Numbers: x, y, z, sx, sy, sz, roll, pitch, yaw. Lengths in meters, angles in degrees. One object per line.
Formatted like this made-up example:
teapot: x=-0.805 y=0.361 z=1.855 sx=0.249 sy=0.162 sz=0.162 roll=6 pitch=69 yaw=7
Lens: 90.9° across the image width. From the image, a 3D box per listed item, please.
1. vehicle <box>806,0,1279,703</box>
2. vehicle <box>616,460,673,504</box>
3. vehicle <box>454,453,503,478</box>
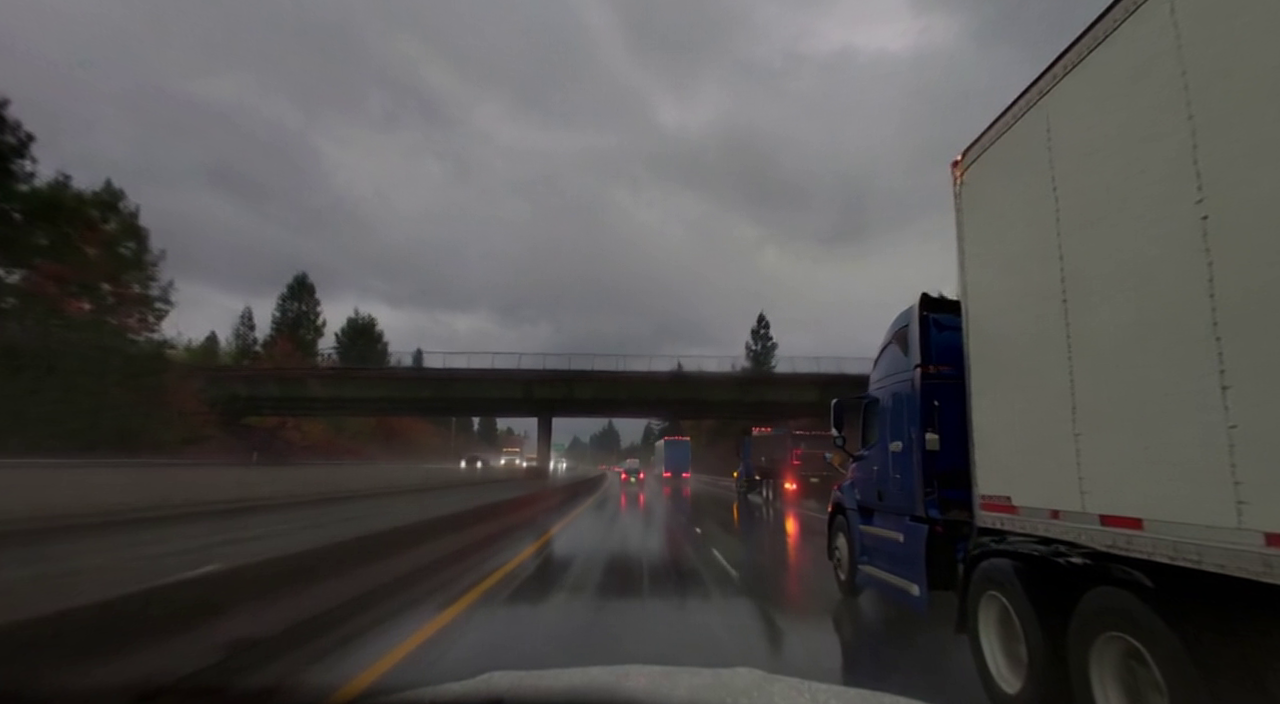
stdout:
vehicle: x=3.740 y=-0.373 z=1.250 sx=2.831 sy=4.150 sz=14.519 roll=1 pitch=-10 yaw=0
vehicle: x=0.154 y=5.112 z=24.926 sx=2.067 sy=1.552 sz=3.601 roll=1 pitch=-10 yaw=0
vehicle: x=-10.305 y=7.292 z=40.439 sx=2.057 sy=1.495 sz=4.294 roll=1 pitch=-11 yaw=-1
